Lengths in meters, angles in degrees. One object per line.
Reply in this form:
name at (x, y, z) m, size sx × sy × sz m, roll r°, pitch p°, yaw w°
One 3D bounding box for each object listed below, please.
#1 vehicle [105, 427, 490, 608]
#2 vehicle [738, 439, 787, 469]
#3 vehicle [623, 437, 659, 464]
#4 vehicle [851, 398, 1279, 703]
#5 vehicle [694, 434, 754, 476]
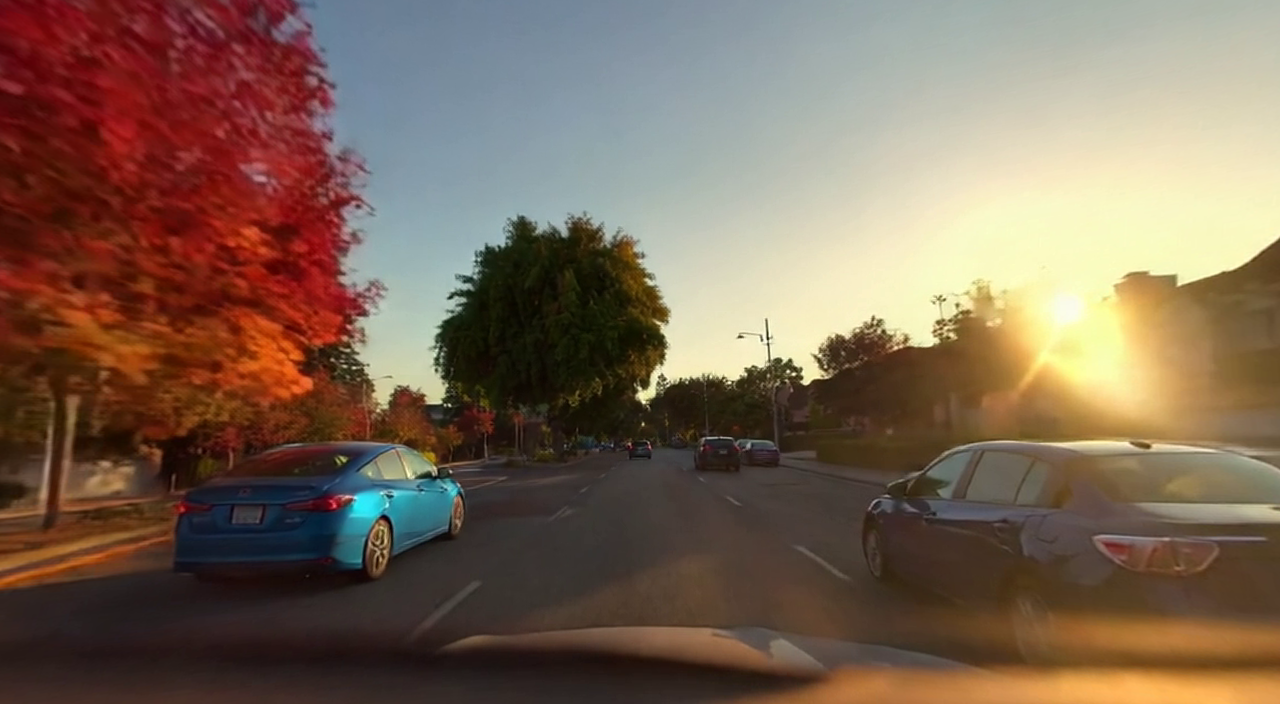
vehicle at (-3.398, 1.706, 7.545) m, size 1.997 × 1.479 × 4.547 m, roll 0°, pitch -8°, yaw 1°
vehicle at (7.138, 5.968, 37.048) m, size 1.933 × 1.647 × 4.487 m, roll 0°, pitch -8°, yaw -1°
vehicle at (0.068, 6.565, 41.978) m, size 2.293 × 1.662 × 4.262 m, roll 0°, pitch -8°, yaw 1°
vehicle at (3.298, 1.226, 4.463) m, size 2.060 × 1.474 × 4.475 m, roll 0°, pitch -8°, yaw 0°
vehicle at (3.610, 4.543, 27.858) m, size 2.019 × 1.675 × 4.488 m, roll 0°, pitch -8°, yaw 0°
